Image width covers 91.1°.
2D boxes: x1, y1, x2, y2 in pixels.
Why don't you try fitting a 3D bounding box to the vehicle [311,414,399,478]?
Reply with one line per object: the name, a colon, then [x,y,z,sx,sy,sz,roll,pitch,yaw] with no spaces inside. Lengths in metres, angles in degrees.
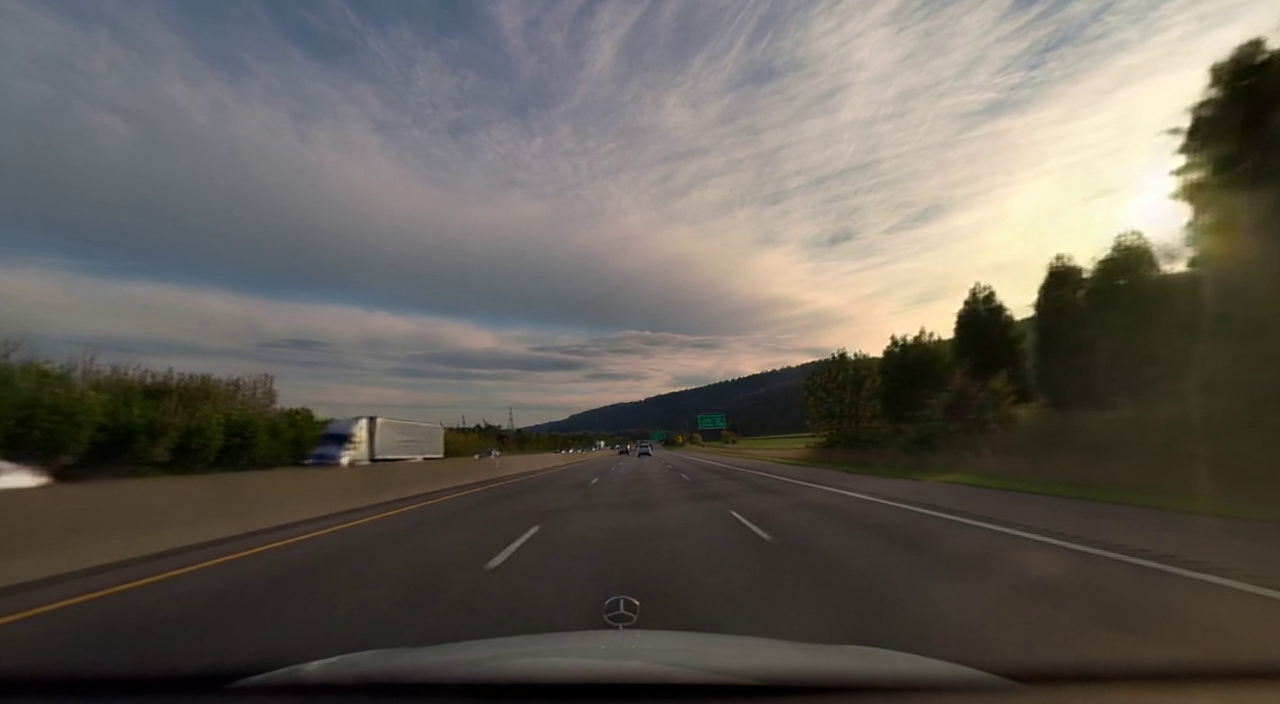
vehicle: [-19.044,6.350,42.484,3.022,3.977,5.909,-1,-9,0]
